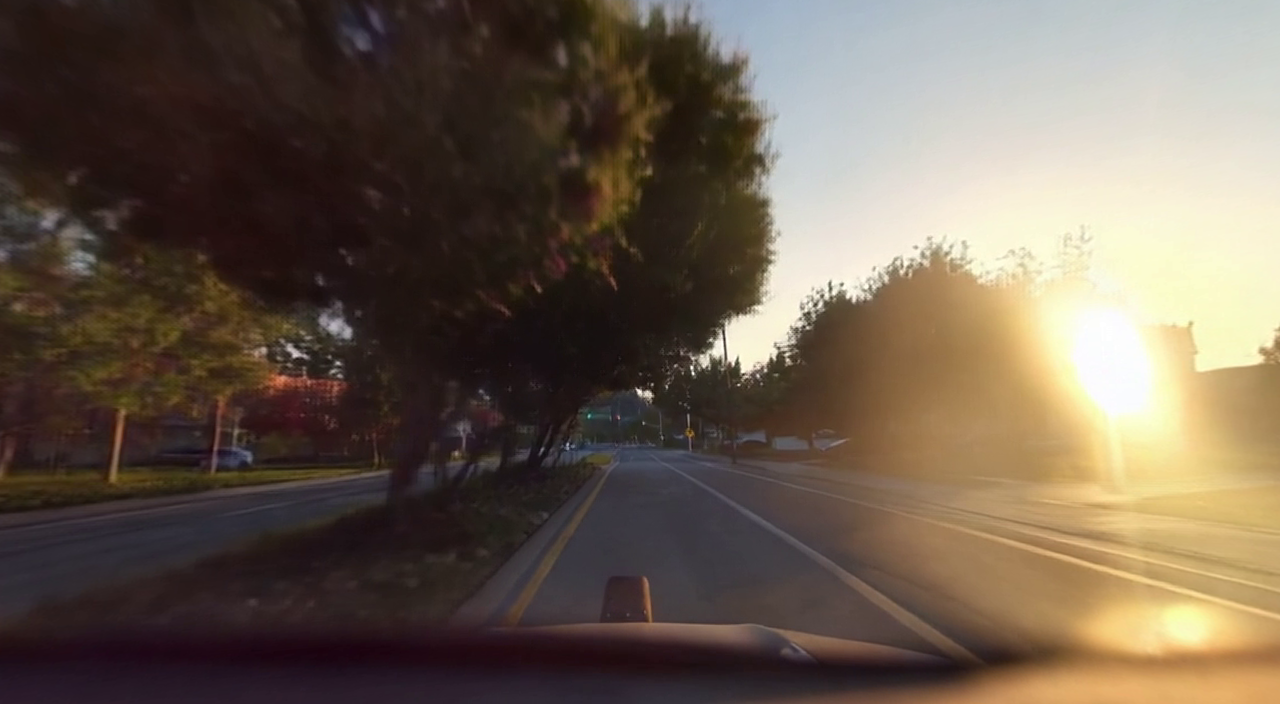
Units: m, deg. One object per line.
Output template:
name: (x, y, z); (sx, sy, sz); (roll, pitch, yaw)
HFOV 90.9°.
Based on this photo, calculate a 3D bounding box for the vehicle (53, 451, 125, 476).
vehicle: (-40.682, 8.233, 46.644); (1.923, 1.679, 4.598); (1, -9, -12)

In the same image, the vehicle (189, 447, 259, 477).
vehicle: (-25.110, 6.653, 38.256); (1.958, 1.668, 4.701); (2, -10, -14)

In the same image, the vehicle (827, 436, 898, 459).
vehicle: (14.626, 6.287, 41.546); (4.253, 1.397, 1.717); (-3, -9, 17)
